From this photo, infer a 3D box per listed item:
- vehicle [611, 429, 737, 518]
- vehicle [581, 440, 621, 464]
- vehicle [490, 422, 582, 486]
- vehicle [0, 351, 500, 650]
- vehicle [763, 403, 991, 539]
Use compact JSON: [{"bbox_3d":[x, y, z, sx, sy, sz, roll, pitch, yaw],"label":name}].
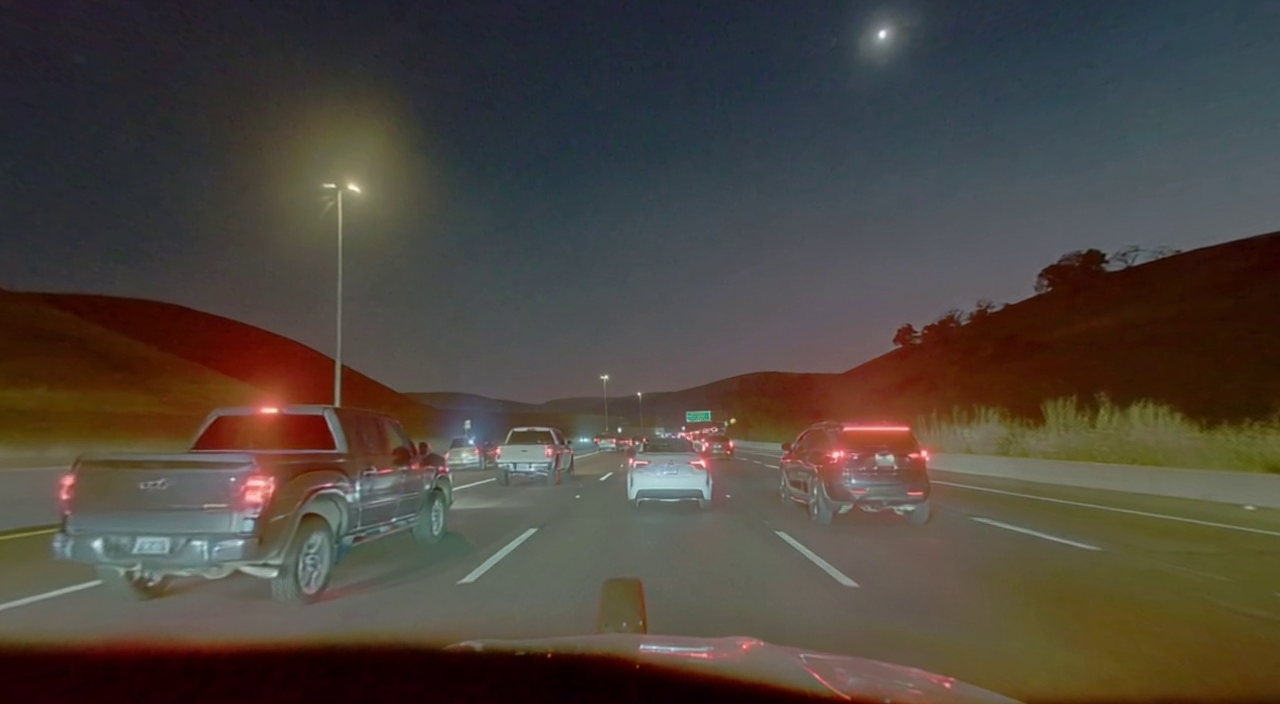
[{"bbox_3d":[0.590,2.363,12.814,2.105,1.471,4.349,0,-8,1],"label":"vehicle"},{"bbox_3d":[-2.328,6.114,38.767,1.973,1.378,3.677,-1,-8,4],"label":"vehicle"},{"bbox_3d":[-3.216,3.284,20.567,1.997,1.806,5.002,0,-8,2],"label":"vehicle"},{"bbox_3d":[-3.326,1.321,6.783,2.301,1.902,5.374,0,-8,1],"label":"vehicle"},{"bbox_3d":[3.544,1.887,10.567,2.046,1.765,4.534,0,-8,0],"label":"vehicle"}]
